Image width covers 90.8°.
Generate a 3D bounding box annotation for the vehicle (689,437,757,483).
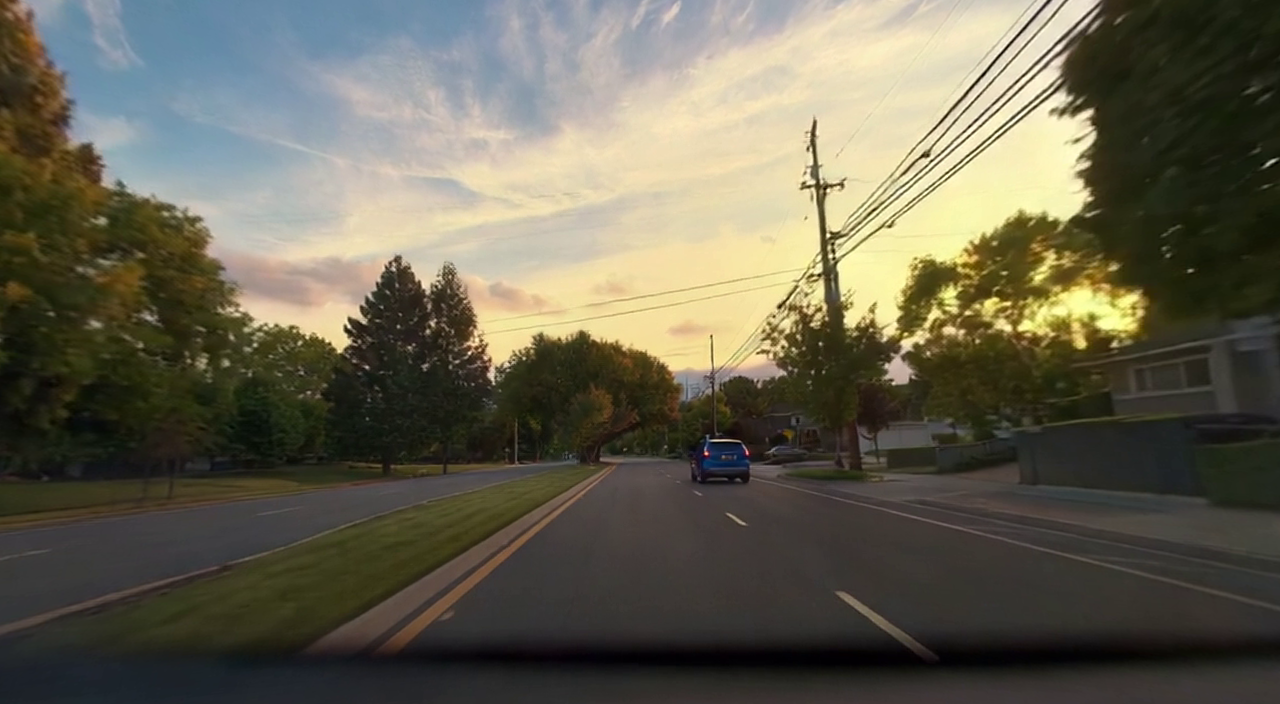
[{"bbox_3d":[3.479,4.663,27.596,2.193,1.777,4.772,0,-8,-2],"label":"vehicle"}]
